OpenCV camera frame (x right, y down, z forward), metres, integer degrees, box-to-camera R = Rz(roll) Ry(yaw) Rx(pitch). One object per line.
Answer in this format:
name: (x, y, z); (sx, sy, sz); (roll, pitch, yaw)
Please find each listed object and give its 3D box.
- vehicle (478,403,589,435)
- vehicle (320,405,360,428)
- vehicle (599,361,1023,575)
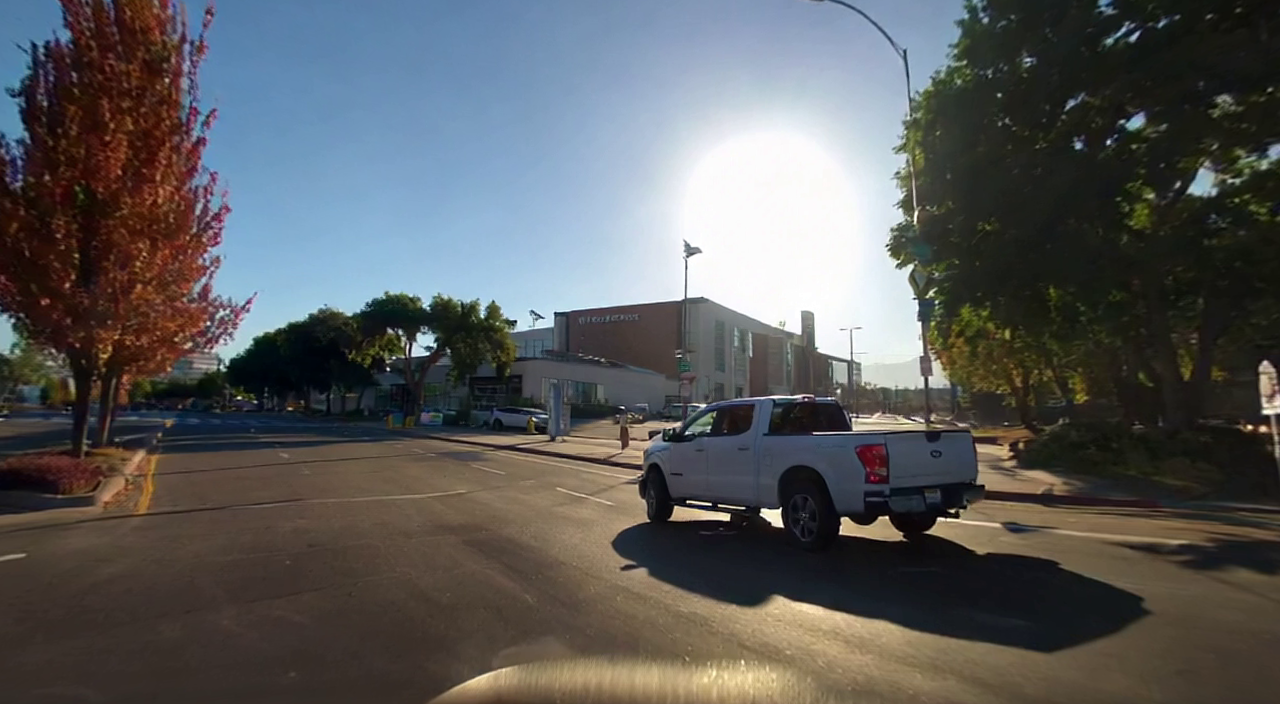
vehicle: (-7.783, 5.002, 46.647); (7.551, 2.142, 2.896); (5, -8, -35)
vehicle: (-21.666, 4.685, 45.535); (1.842, 1.467, 4.633); (6, -10, -34)
vehicle: (1.696, 1.483, 8.799); (2.402, 1.922, 5.677); (5, -10, -28)
